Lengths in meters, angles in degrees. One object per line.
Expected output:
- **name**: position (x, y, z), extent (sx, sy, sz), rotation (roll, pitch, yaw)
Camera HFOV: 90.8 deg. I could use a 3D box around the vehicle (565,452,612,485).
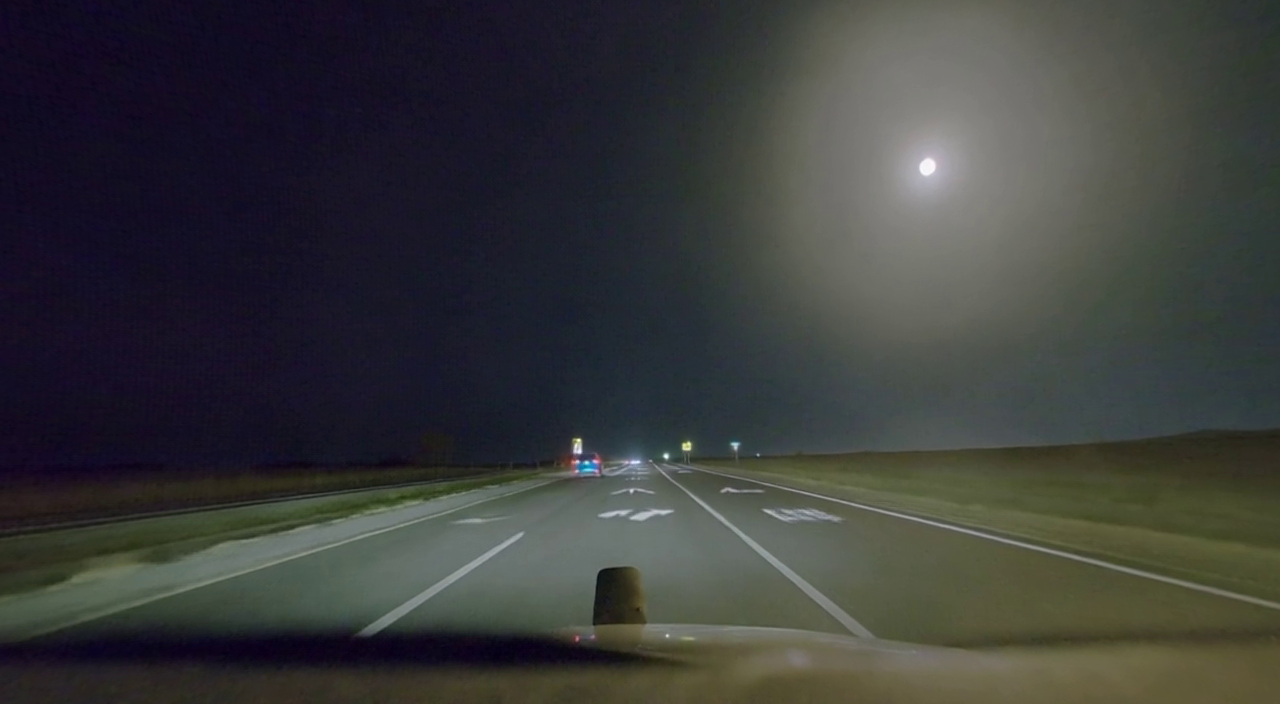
- **vehicle**: position (-2.734, 6.276, 34.279), extent (2.053, 1.647, 4.252), rotation (-1, -9, 2)
